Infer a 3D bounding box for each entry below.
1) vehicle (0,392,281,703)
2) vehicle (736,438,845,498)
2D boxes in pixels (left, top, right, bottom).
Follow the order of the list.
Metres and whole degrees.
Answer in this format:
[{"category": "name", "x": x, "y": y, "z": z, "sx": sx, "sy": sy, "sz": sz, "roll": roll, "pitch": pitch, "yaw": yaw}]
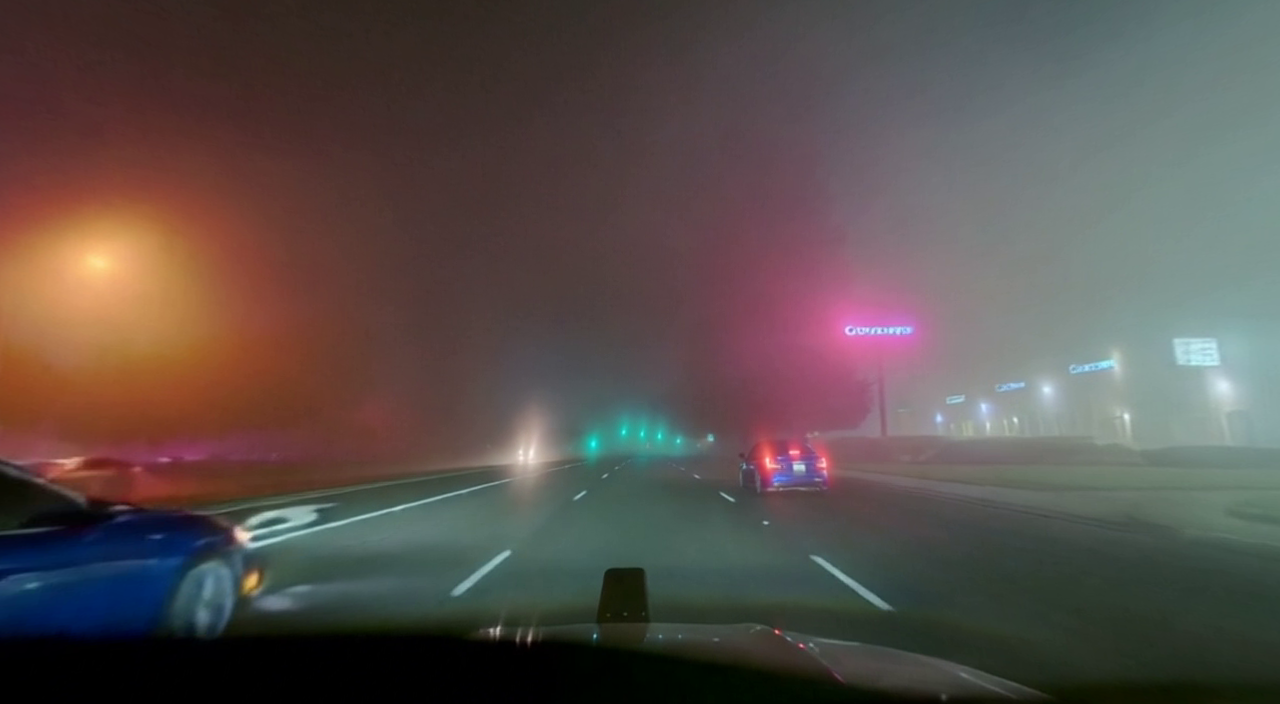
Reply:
[{"category": "vehicle", "x": -3.624, "y": 0.896, "z": 2.365, "sx": 2.001, "sy": 1.504, "sz": 4.212, "roll": 0, "pitch": -9, "yaw": 1}, {"category": "vehicle", "x": 4.106, "y": 3.215, "z": 17.962, "sx": 1.977, "sy": 1.474, "sz": 4.399, "roll": 0, "pitch": -9, "yaw": -1}]
